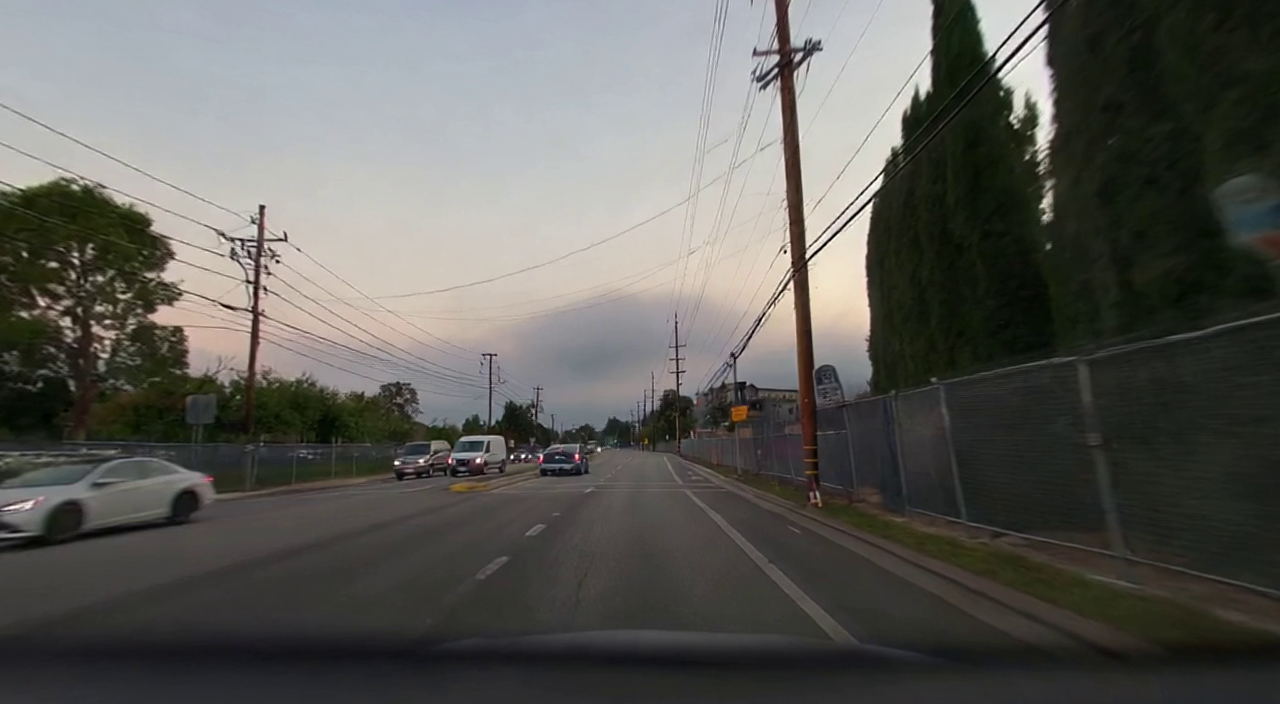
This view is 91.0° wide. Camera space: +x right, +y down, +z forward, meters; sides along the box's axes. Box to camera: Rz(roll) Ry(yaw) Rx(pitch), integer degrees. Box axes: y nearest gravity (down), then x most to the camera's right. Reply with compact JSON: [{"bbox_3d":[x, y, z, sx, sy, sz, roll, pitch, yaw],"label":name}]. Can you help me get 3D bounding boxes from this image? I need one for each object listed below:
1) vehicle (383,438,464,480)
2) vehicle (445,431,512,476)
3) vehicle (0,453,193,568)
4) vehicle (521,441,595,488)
[{"bbox_3d":[-13.046,6.486,38.518,2.584,2.302,6.400,0,-9,1],"label":"vehicle"},{"bbox_3d":[-9.527,6.061,37.774,2.377,2.439,5.510,0,-9,2],"label":"vehicle"},{"bbox_3d":[-9.844,2.384,9.853,2.032,1.527,4.833,0,-9,1],"label":"vehicle"},{"bbox_3d":[-2.845,4.019,22.791,1.992,1.515,4.289,0,-9,2],"label":"vehicle"}]
